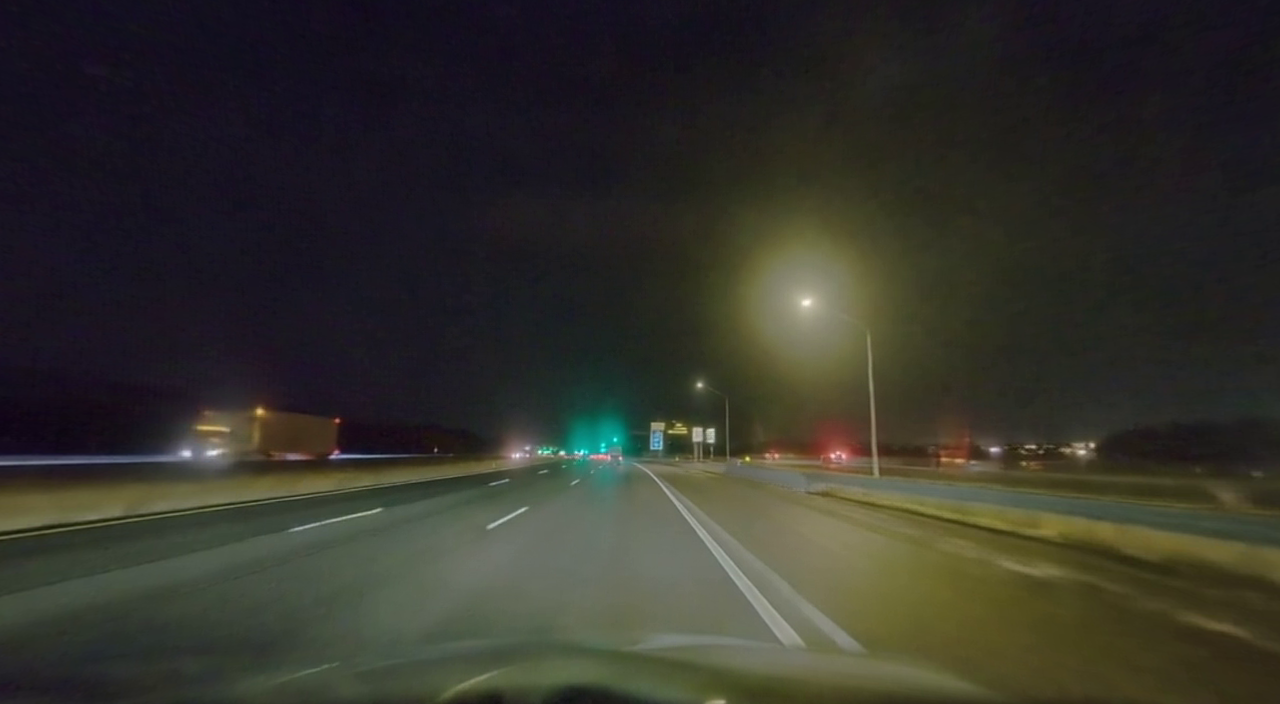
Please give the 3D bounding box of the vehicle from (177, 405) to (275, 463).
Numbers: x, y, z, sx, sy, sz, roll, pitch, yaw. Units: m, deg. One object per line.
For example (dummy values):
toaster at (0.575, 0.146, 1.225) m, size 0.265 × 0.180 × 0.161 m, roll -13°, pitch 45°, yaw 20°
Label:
vehicle at (-29.491, 5.972, 45.320) m, size 2.987 × 3.855 × 5.979 m, roll 0°, pitch -9°, yaw -2°
